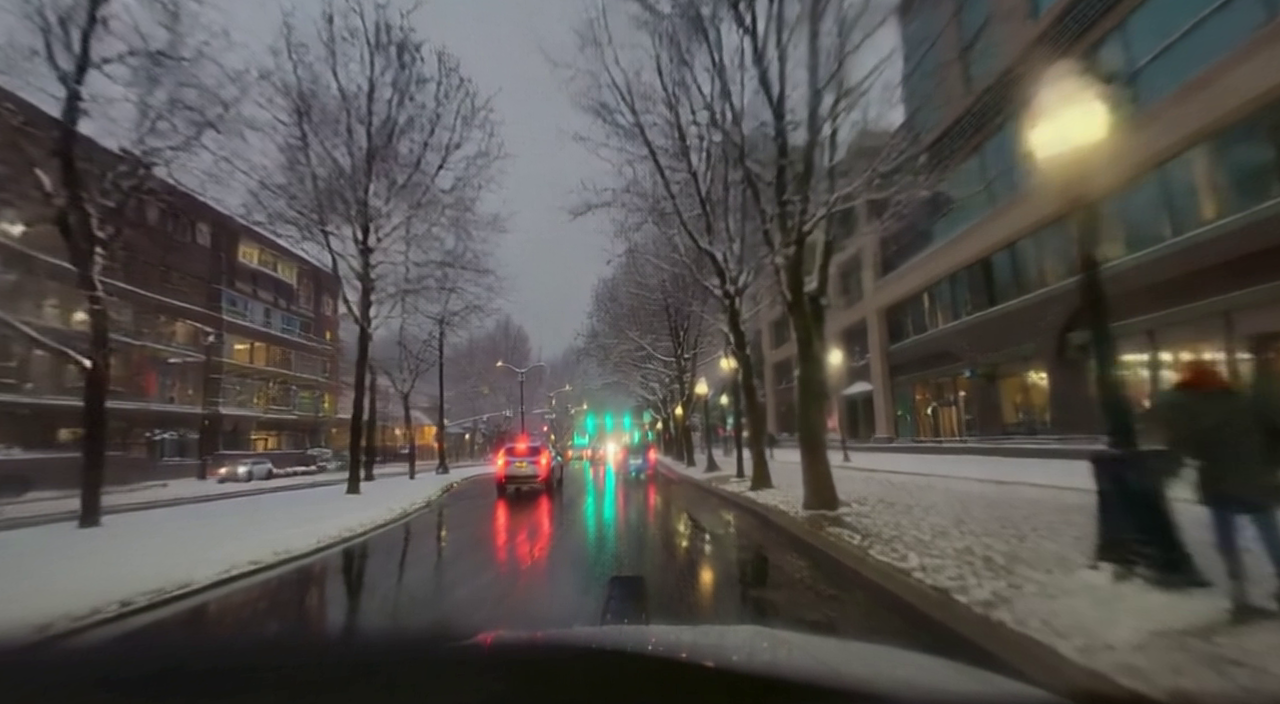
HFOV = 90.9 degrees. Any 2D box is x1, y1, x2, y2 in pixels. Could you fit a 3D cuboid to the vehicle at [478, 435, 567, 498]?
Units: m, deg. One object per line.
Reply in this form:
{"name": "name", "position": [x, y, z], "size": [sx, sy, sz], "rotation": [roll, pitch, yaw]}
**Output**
{"name": "vehicle", "position": [-3.437, 3.424, 19.233], "size": [1.940, 1.722, 3.823], "rotation": [0, -8, 0]}

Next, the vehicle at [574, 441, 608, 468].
{"name": "vehicle", "position": [-3.584, 7.576, 46.895], "size": [2.220, 1.847, 4.587], "rotation": [0, -8, -1]}

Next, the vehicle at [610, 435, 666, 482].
{"name": "vehicle", "position": [-0.103, 4.316, 25.771], "size": [2.120, 1.758, 3.917], "rotation": [0, -8, -1]}
